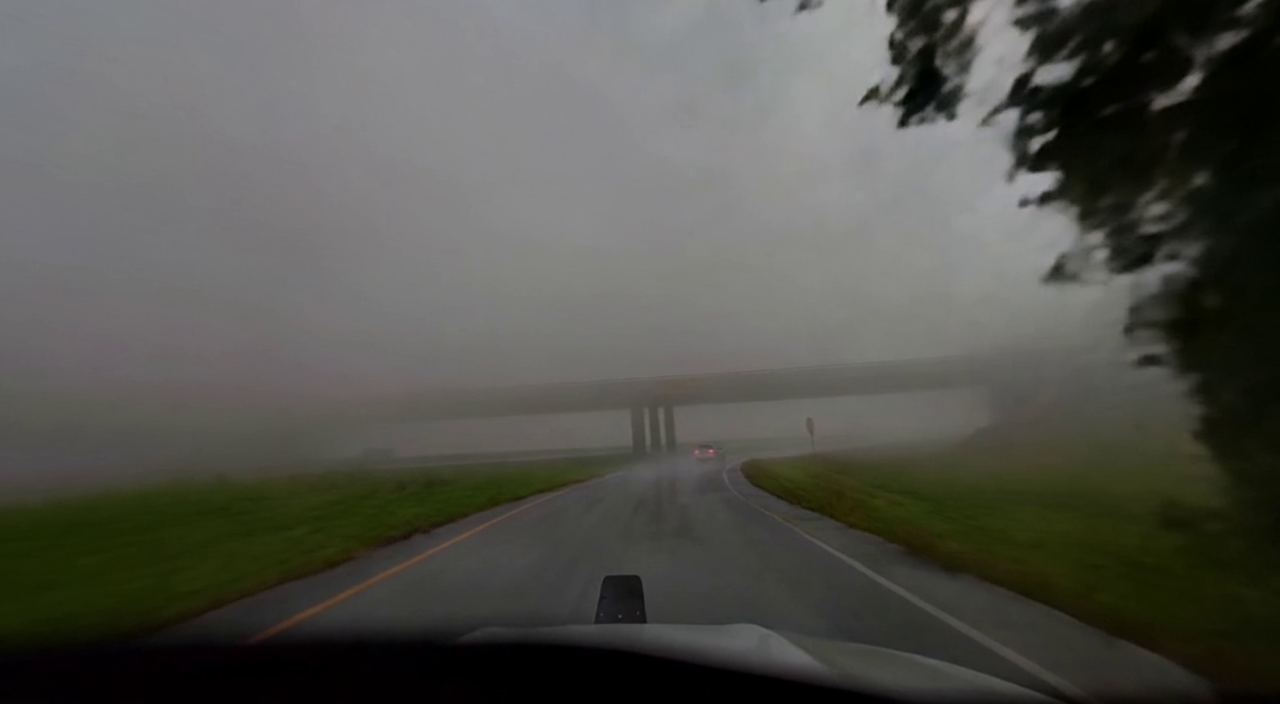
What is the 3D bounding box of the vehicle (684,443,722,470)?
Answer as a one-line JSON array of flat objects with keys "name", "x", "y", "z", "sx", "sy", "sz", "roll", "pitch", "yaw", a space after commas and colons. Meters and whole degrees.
[{"name": "vehicle", "x": 3.720, "y": 6.082, "z": 36.584, "sx": 1.980, "sy": 1.449, "sz": 3.650, "roll": -2, "pitch": -9, "yaw": 8}]
